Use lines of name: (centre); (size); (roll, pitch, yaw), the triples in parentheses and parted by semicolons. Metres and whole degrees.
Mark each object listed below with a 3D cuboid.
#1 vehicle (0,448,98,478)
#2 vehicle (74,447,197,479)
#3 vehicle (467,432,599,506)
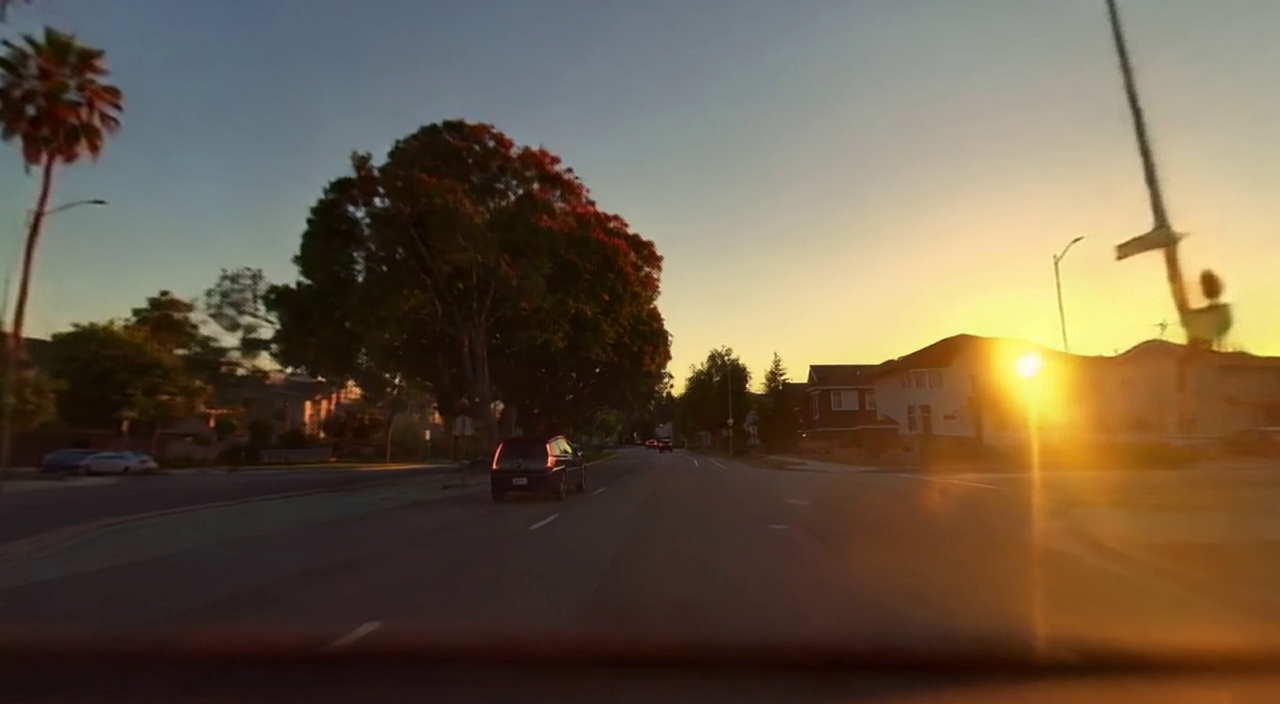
vehicle: (-31.068, 5.712, 32.666); (4.447, 1.484, 1.845); (-1, -8, 6)
vehicle: (-25.464, 5.578, 31.874); (4.776, 1.491, 1.991); (-1, -9, 8)
vehicle: (-2.330, 2.732, 15.218); (2.075, 1.498, 4.730); (-1, -8, 4)
